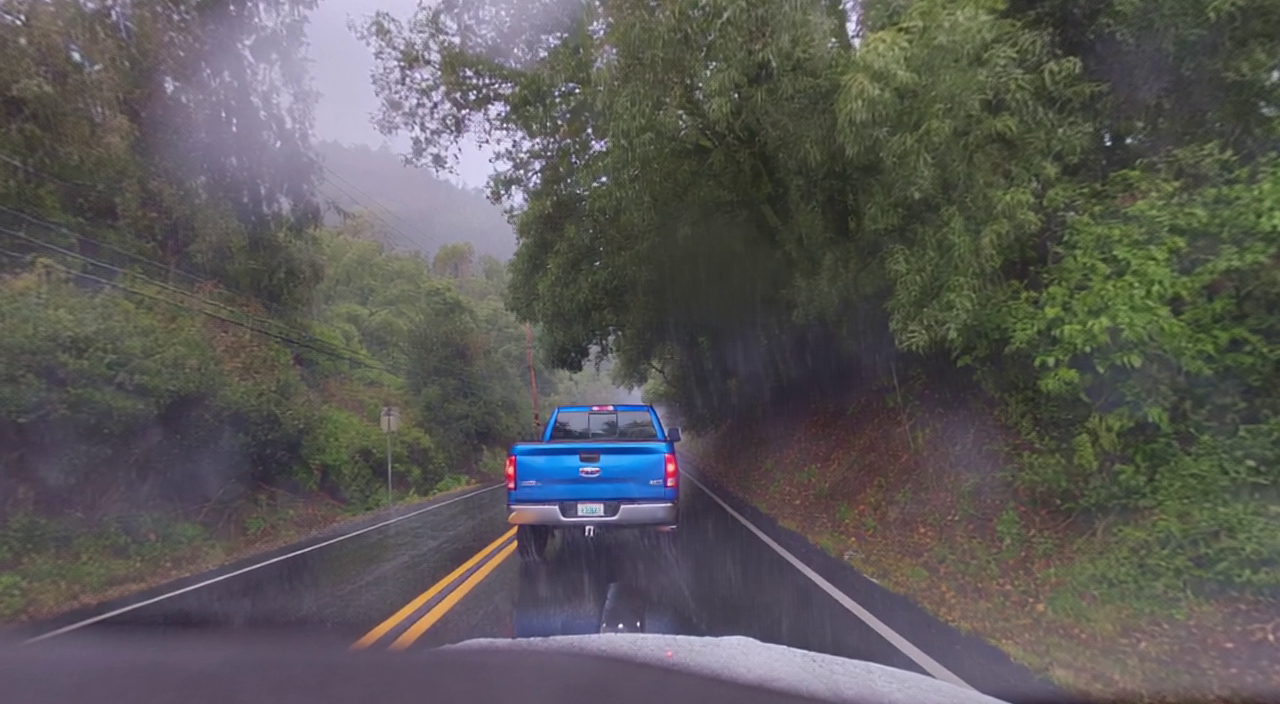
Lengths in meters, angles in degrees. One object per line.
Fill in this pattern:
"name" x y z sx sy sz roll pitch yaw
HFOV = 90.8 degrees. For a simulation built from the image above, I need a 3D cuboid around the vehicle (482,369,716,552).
"vehicle" -0.531 1.746 10.709 2.837 2.223 5.885 0 -8 -1
